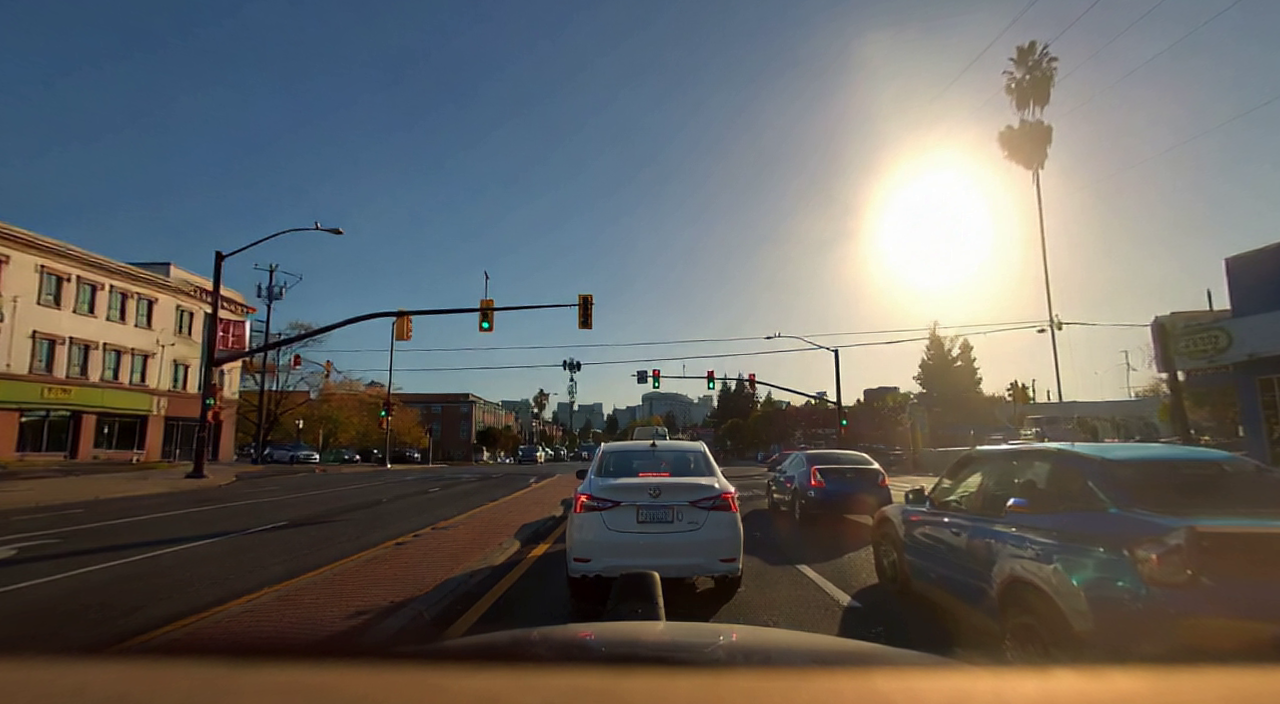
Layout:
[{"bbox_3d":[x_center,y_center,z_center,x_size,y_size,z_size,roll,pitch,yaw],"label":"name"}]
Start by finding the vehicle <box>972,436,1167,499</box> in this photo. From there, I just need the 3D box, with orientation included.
[{"bbox_3d":[14.069,3.815,21.359,2.309,1.819,5.793,1,-9,-3],"label":"vehicle"}]

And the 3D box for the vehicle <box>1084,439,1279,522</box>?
[{"bbox_3d":[14.190,3.104,15.956,2.235,1.721,5.230,0,-9,1],"label":"vehicle"}]

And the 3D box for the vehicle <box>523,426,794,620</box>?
[{"bbox_3d":[0.132,1.634,7.018,2.067,1.471,4.241,0,-9,0],"label":"vehicle"}]
